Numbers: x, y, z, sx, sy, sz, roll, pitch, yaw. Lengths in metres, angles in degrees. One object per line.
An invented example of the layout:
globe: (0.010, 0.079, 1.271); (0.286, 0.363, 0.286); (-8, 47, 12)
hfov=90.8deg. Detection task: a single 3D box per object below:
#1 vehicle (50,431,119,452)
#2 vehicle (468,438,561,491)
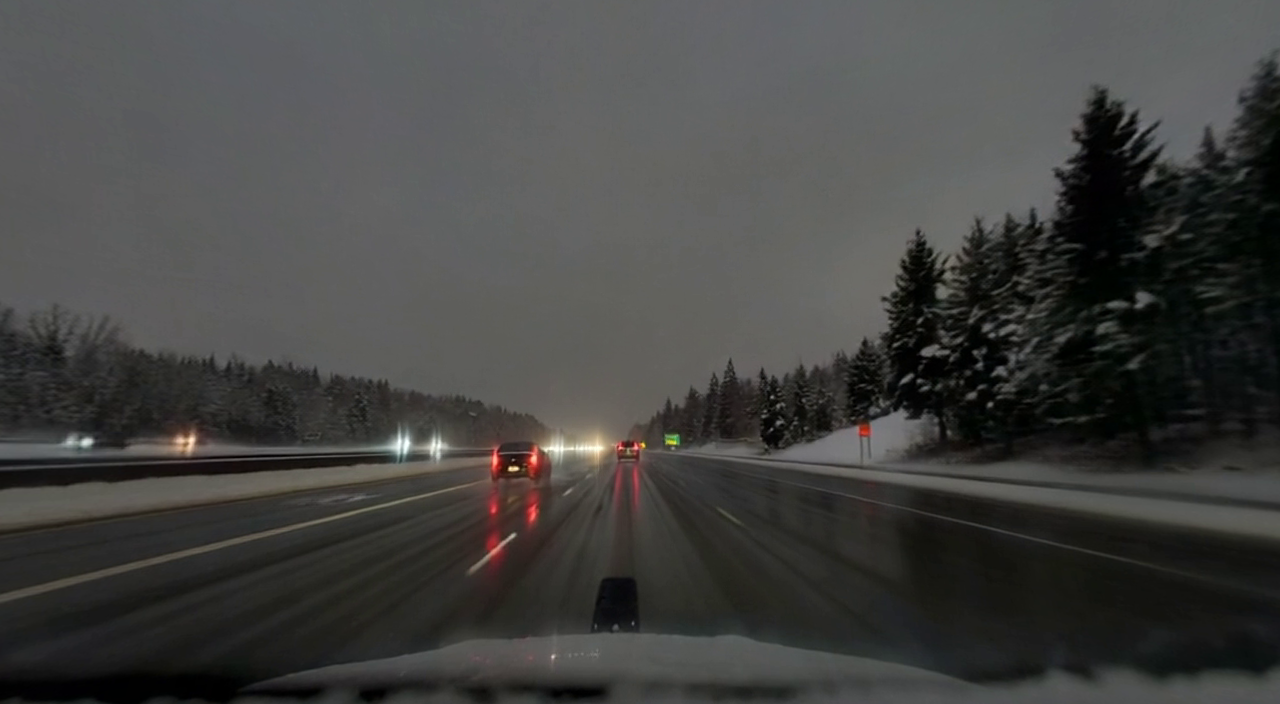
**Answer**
vehicle: (-40.009, 6.476, 45.601); (1.725, 1.447, 3.619); (0, -8, 0)
vehicle: (-4.085, 3.752, 21.511); (2.140, 1.574, 4.946); (0, -8, 0)
